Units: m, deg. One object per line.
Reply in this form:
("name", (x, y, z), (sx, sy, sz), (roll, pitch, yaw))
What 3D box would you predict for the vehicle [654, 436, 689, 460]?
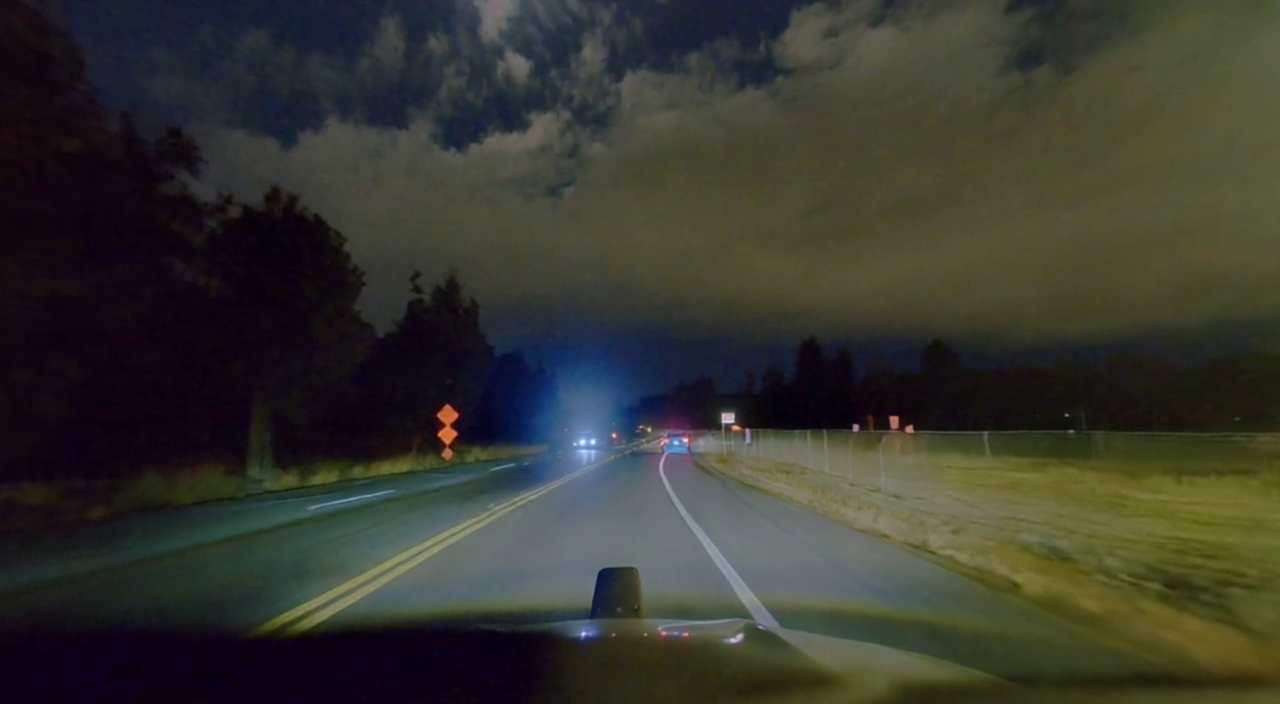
("vehicle", (2.047, 6.311, 41.611), (2.172, 1.486, 3.581), (-1, -9, 3))
